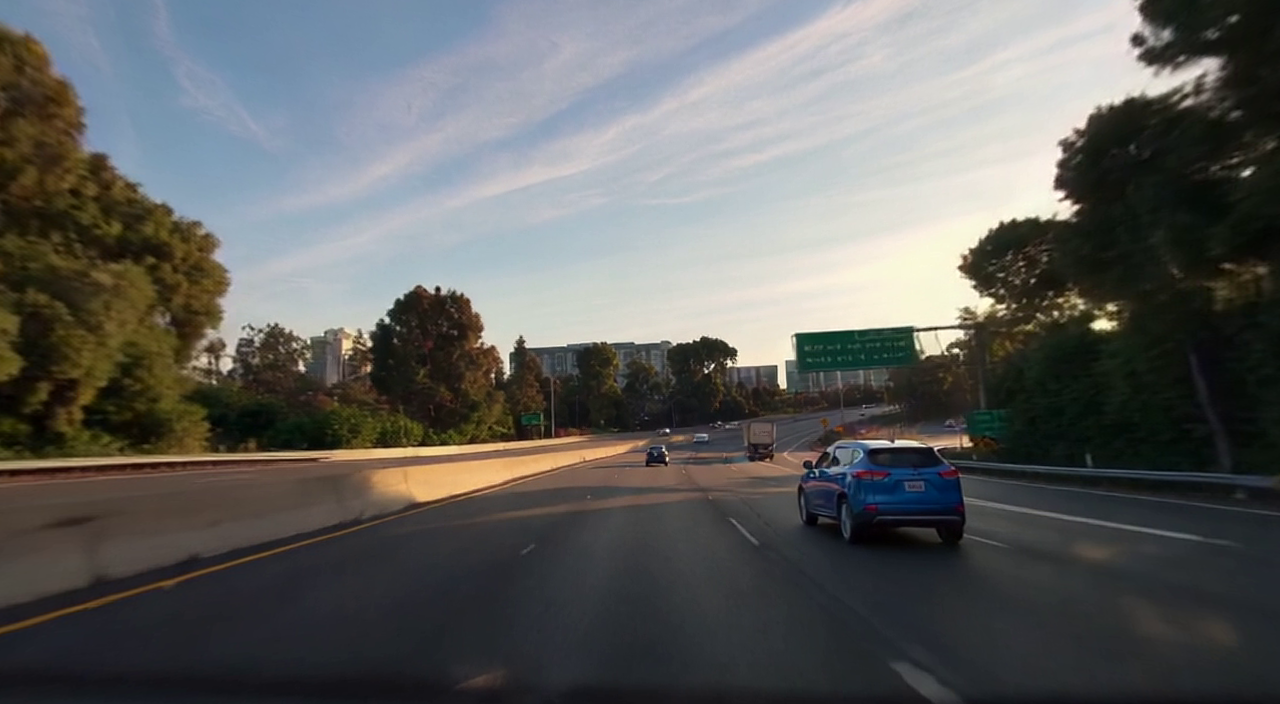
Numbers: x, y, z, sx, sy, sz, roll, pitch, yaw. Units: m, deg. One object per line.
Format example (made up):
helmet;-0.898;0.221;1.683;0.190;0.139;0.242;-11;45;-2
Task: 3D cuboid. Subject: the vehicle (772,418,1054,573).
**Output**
vehicle;3.434;1.892;9.111;2.097;1.659;4.320;0;-9;0

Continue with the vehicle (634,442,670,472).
vehicle;0.827;6.752;40.882;2.181;1.768;4.383;-1;-9;3

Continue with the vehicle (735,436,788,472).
vehicle;8.023;6.819;42.368;2.526;2.230;6.190;-1;-9;2
